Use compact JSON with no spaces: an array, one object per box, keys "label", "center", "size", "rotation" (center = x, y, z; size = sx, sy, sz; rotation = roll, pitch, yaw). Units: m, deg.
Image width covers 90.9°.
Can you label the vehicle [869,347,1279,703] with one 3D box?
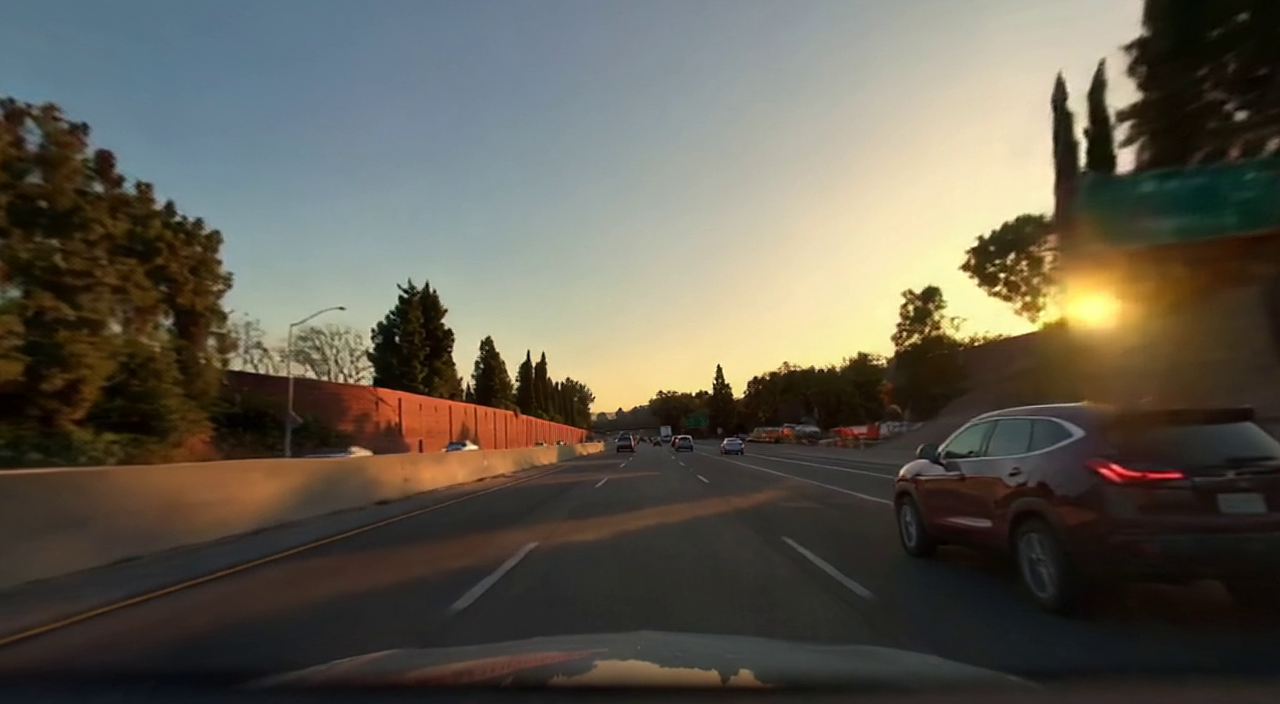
[{"label":"vehicle","center":[3.936,1.194,5.383],"size":[2.190,1.783,4.637],"rotation":[0,-8,0]}]

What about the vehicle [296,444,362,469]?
[{"label":"vehicle","center":[-19.379,6.489,39.485],"size":[1.863,1.460,4.614],"rotation":[0,-8,-1]}]
